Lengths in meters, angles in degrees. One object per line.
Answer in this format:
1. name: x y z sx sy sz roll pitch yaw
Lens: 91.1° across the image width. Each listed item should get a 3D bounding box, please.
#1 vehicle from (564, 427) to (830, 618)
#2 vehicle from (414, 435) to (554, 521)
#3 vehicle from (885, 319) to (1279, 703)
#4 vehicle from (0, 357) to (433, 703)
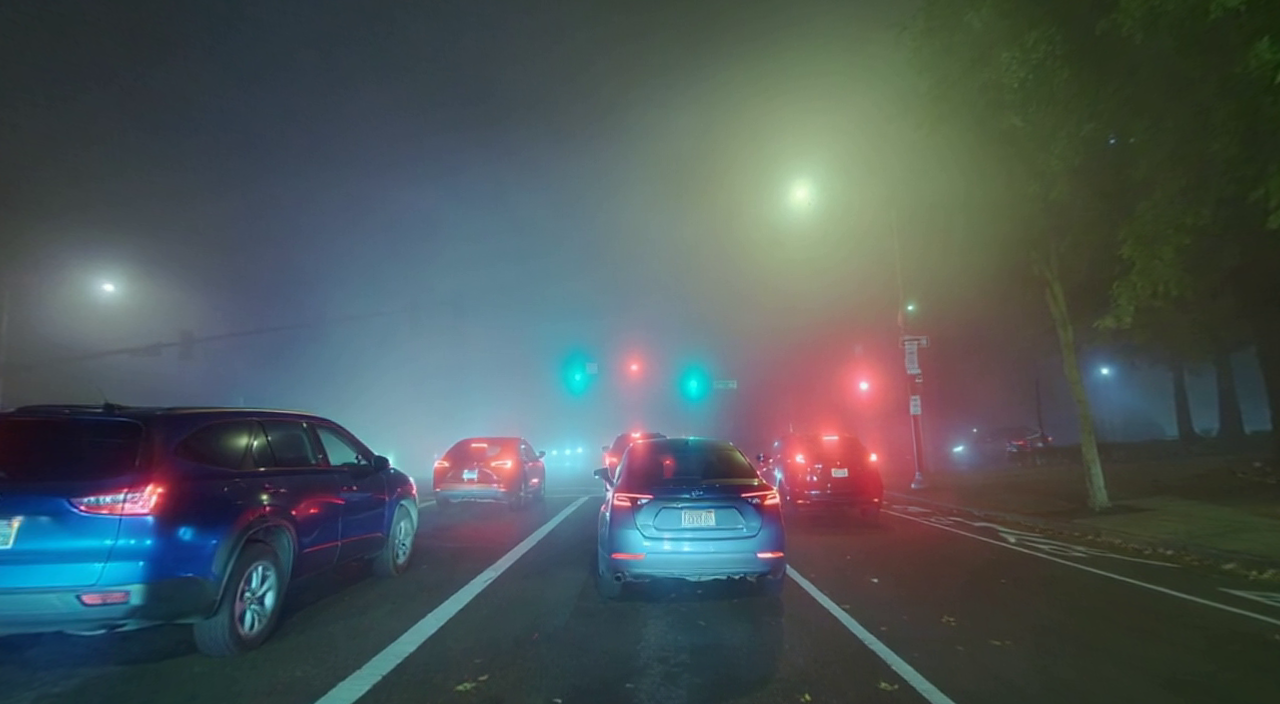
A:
1. vehicle: 0.440 1.614 6.883 2.051 1.460 3.932 0 -8 0
2. vehicle: -3.073 2.565 13.325 1.868 1.516 4.114 0 -8 0
3. vehicle: 3.042 0.922 3.052 1.880 1.747 4.500 0 -8 0
4. vehicle: -3.465 1.218 5.280 1.889 1.767 4.289 0 -8 1
